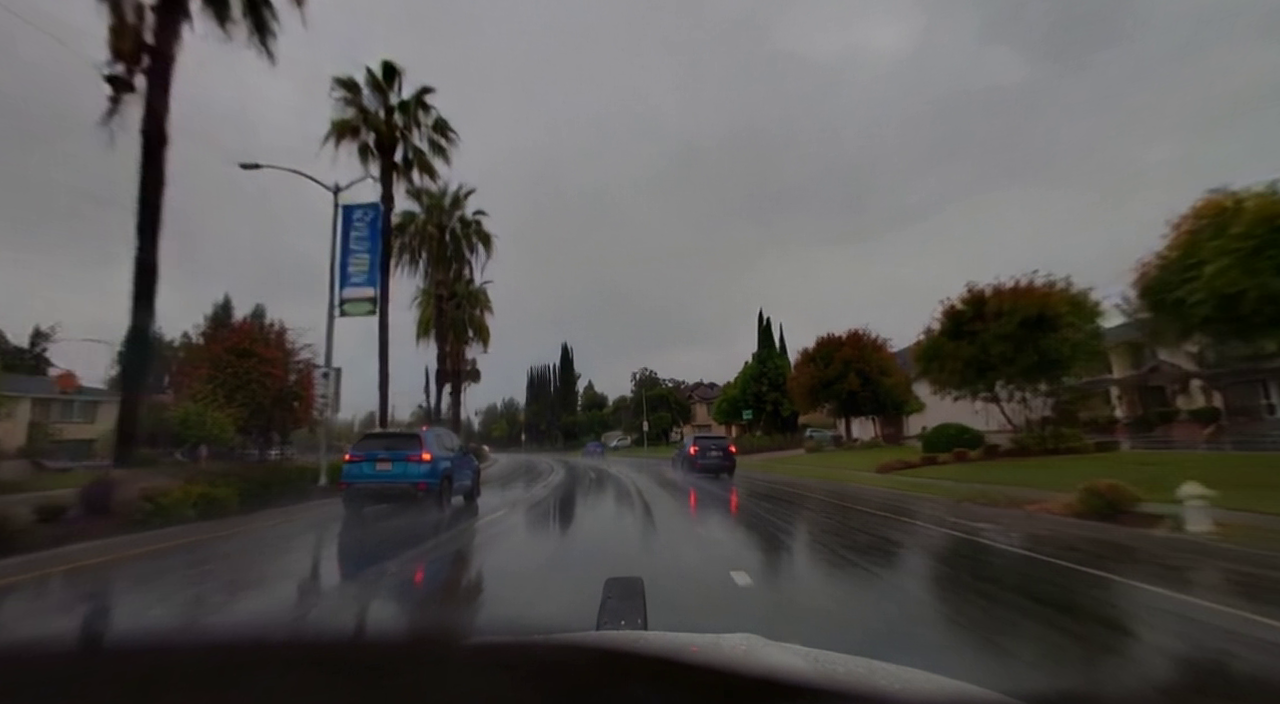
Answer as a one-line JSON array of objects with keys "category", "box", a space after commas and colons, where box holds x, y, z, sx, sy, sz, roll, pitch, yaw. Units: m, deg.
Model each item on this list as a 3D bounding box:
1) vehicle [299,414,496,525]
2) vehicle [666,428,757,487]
[{"category": "vehicle", "box": [-4.460, 2.248, 12.575, 2.150, 1.768, 4.868, 0, -8, -2]}, {"category": "vehicle", "box": [2.326, 3.614, 21.854, 2.195, 1.804, 4.658, 1, -8, -6]}]
